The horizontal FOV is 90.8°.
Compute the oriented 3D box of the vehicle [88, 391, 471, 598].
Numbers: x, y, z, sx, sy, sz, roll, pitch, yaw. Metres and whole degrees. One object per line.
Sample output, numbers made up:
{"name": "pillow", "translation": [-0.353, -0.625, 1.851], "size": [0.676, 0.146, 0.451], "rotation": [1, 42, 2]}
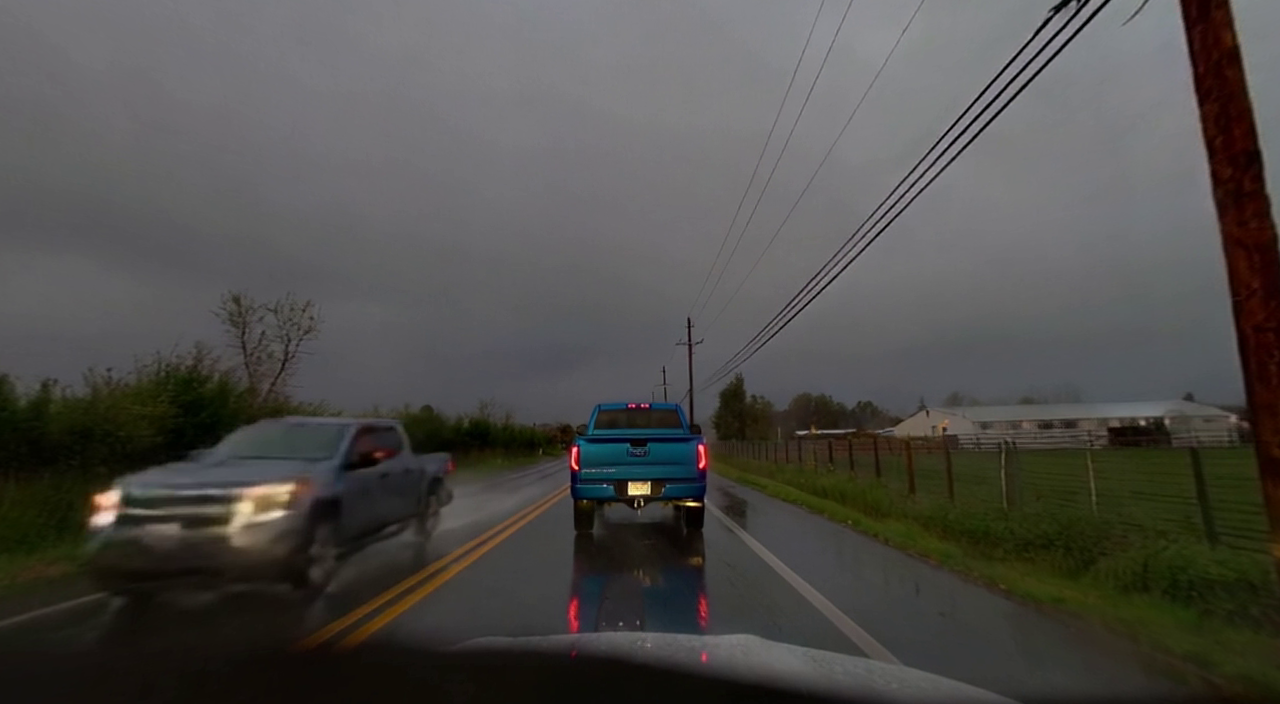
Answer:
{"name": "vehicle", "translation": [-3.851, 1.615, 8.047], "size": [2.072, 1.819, 4.707], "rotation": [0, -8, 0]}

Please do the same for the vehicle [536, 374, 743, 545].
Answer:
{"name": "vehicle", "translation": [-0.070, 1.830, 11.281], "size": [2.693, 2.223, 5.885], "rotation": [0, -8, -1]}
